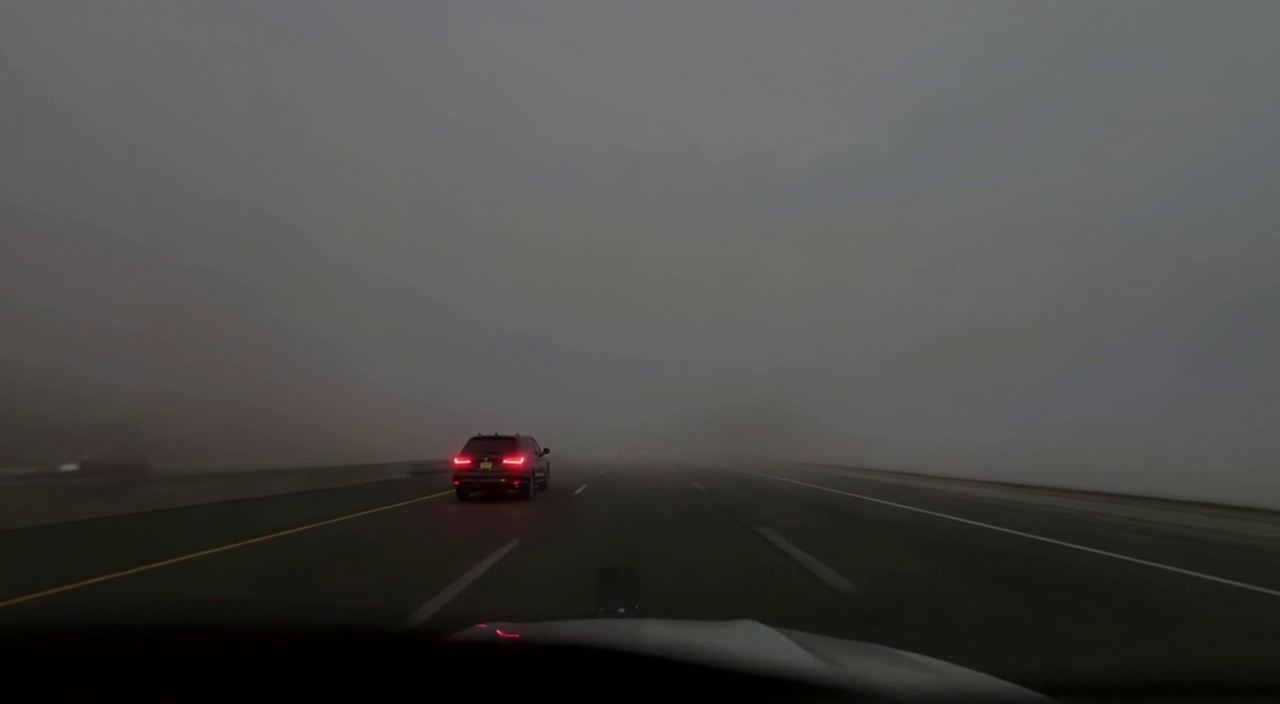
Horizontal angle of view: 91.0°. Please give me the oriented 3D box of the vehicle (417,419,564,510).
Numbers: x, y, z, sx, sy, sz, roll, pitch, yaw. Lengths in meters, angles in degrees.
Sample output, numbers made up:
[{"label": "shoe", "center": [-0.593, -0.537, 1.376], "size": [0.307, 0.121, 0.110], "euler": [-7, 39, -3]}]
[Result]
[{"label": "vehicle", "center": [-3.544, 2.828, 16.331], "size": [2.379, 1.918, 5.504], "euler": [0, -8, 1]}]
